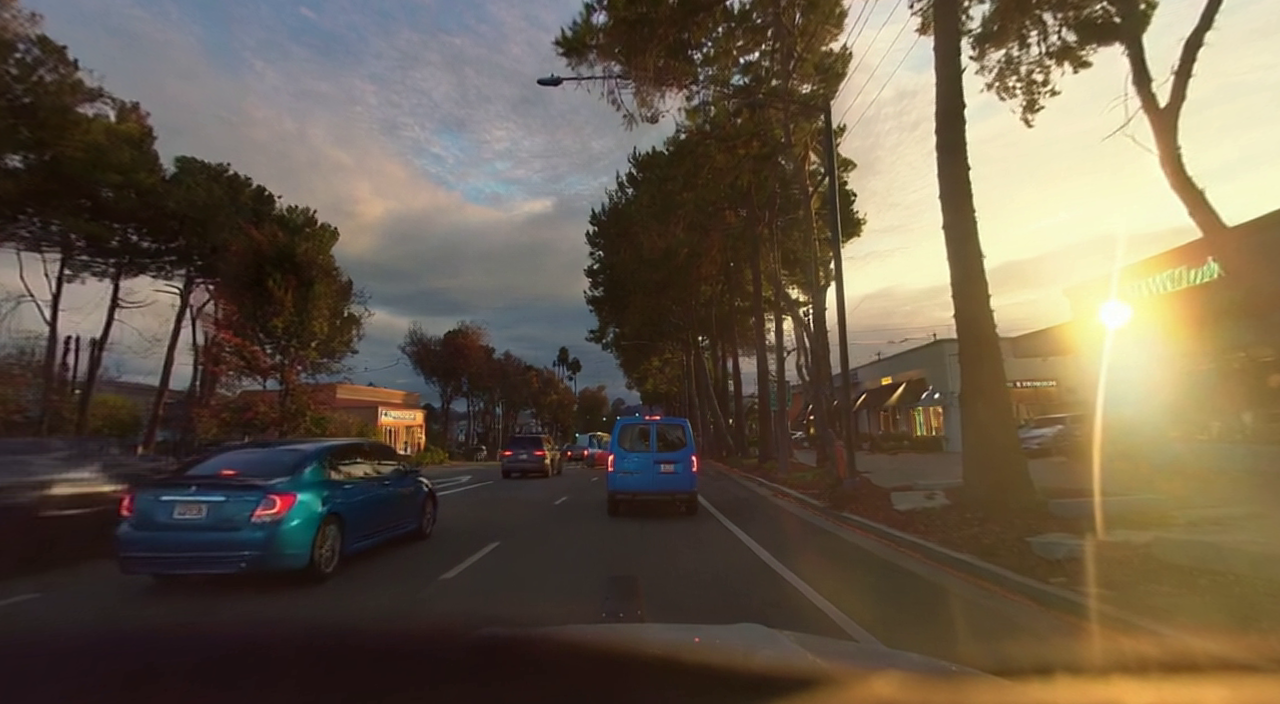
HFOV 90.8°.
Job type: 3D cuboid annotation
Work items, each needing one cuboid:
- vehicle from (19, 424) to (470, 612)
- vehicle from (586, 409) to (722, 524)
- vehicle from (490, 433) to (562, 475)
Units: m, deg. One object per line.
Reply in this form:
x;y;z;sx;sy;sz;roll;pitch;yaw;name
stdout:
-3.825;1.679;7.484;1.991;1.459;4.813;-1;-9;4;vehicle
0.295;2.154;12.295;2.173;1.830;4.189;0;-9;2;vehicle
-5.107;4.649;28.971;2.116;1.714;4.757;-1;-9;4;vehicle
